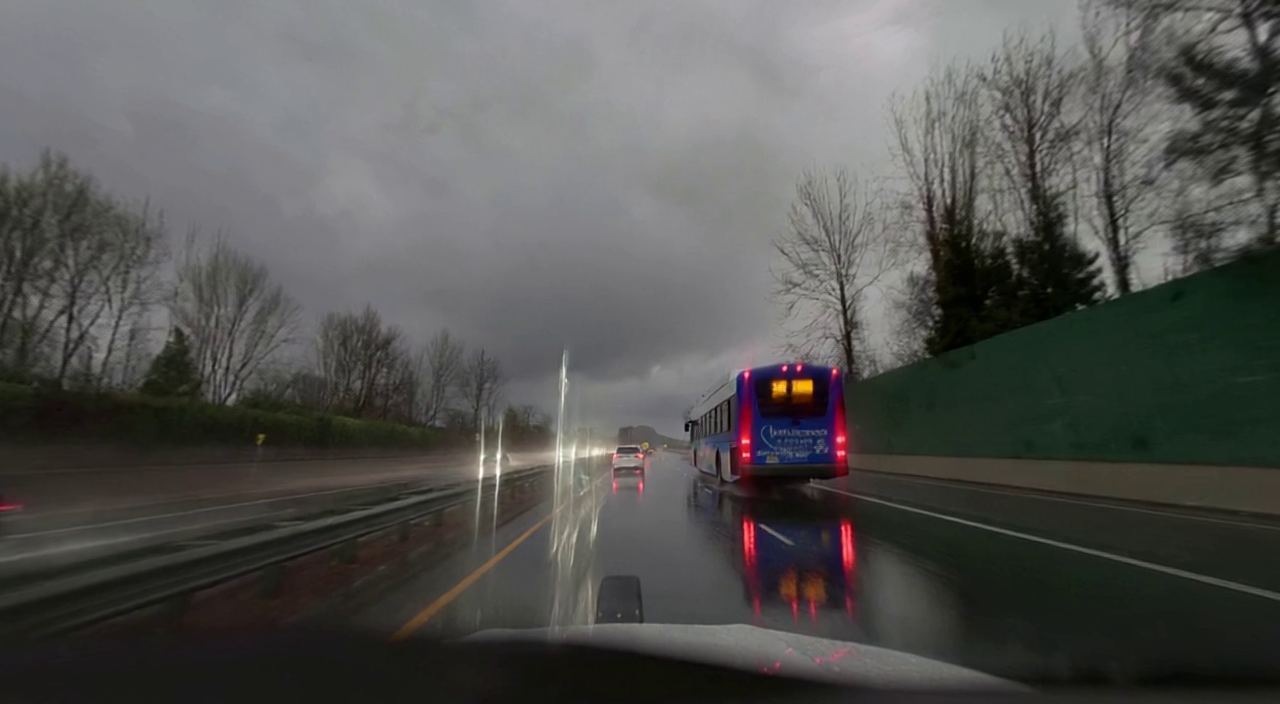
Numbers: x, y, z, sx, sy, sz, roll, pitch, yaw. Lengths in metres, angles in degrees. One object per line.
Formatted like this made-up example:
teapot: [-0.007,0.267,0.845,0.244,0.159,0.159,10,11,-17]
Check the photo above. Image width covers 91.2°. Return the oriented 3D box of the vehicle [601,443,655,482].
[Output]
vehicle: [-0.449,4.800,27.409,2.160,1.532,4.073,-1,-9,1]

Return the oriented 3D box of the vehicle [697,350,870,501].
vehicle: [3.879,2.644,20.787,3.055,3.479,12.521,-1,-9,1]
